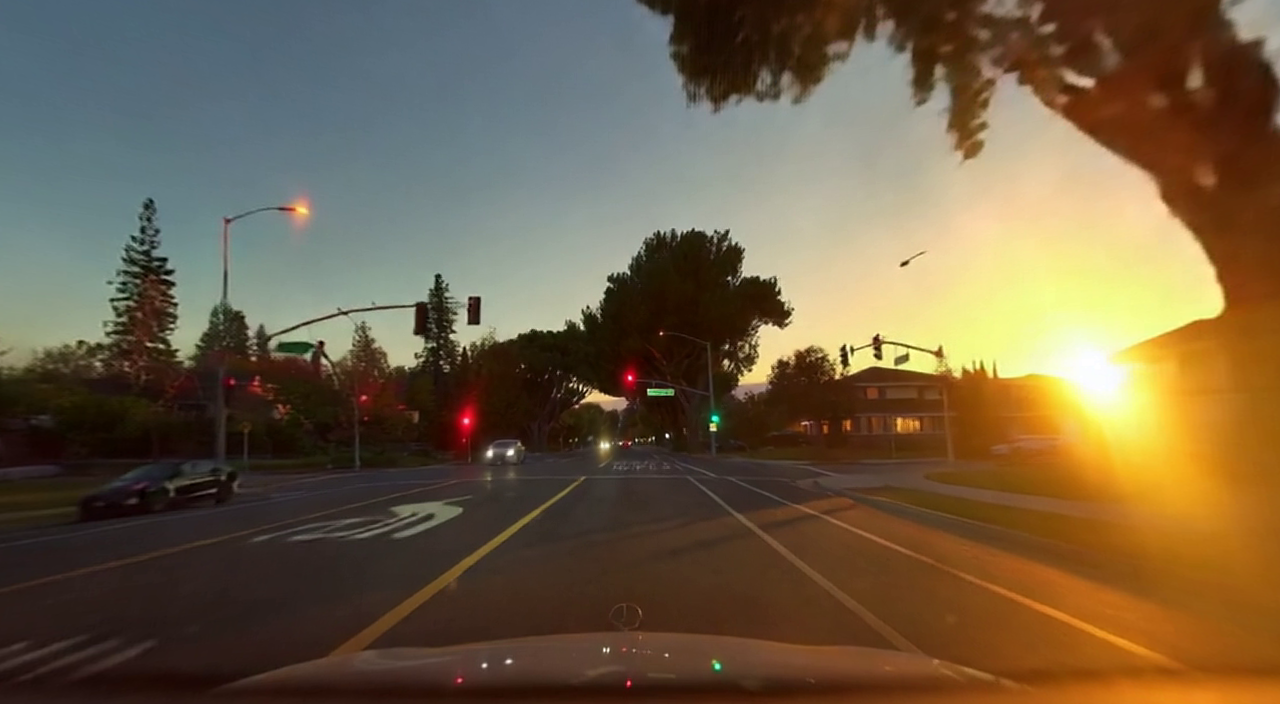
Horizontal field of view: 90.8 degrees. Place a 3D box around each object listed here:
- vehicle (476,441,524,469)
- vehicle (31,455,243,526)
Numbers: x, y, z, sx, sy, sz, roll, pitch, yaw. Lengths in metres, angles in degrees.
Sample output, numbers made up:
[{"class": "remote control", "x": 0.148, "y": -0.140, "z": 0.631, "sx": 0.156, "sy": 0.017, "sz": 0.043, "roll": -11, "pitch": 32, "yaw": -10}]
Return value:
[{"class": "vehicle", "x": -8.040, "y": 5.924, "z": 36.609, "sx": 1.869, "sy": 1.497, "sz": 3.768, "roll": -1, "pitch": -8, "yaw": 1}, {"class": "vehicle", "x": -12.785, "y": 3.501, "z": 16.528, "sx": 1.851, "sy": 1.482, "sz": 4.443, "roll": -1, "pitch": -8, "yaw": 0}]
